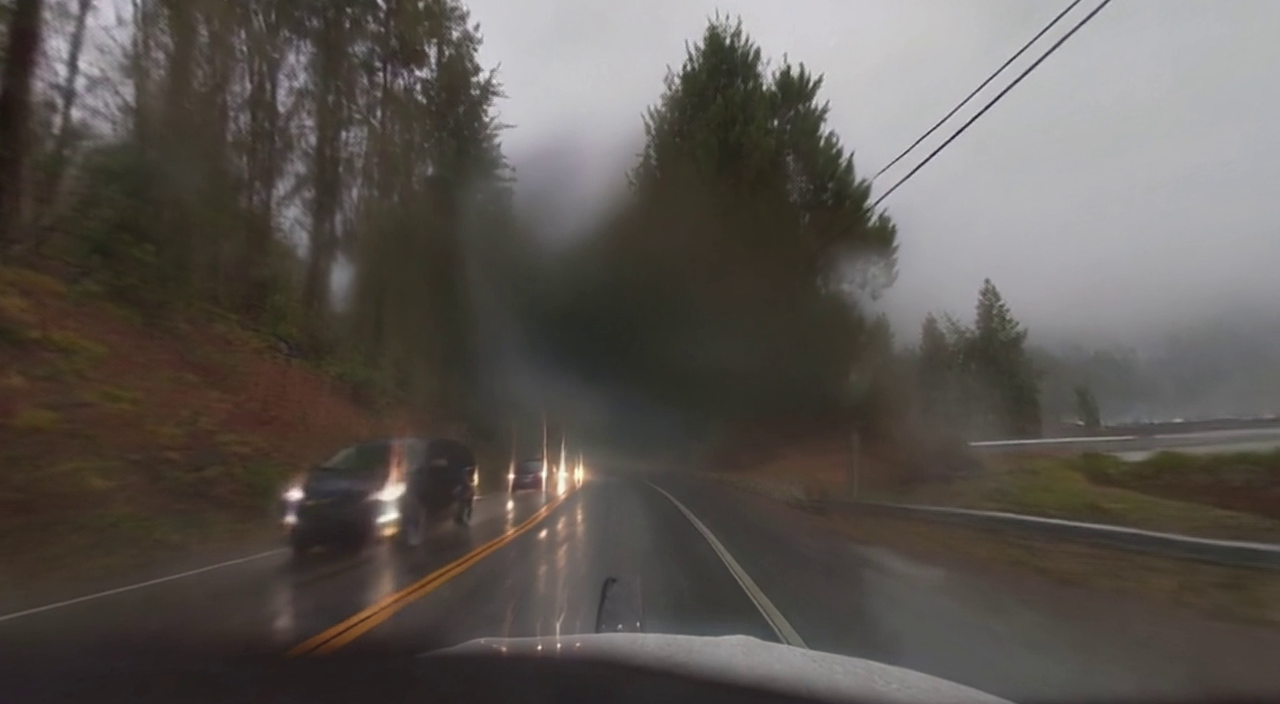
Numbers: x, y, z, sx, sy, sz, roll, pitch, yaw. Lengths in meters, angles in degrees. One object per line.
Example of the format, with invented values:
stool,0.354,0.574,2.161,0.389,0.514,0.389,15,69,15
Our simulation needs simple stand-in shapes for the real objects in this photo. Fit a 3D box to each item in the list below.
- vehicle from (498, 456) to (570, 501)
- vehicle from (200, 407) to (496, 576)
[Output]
vehicle,-3.769,4.576,23.252,2.032,1.444,4.164,0,-9,-1
vehicle,-4.027,2.056,10.078,2.221,1.969,5.153,0,-9,0
